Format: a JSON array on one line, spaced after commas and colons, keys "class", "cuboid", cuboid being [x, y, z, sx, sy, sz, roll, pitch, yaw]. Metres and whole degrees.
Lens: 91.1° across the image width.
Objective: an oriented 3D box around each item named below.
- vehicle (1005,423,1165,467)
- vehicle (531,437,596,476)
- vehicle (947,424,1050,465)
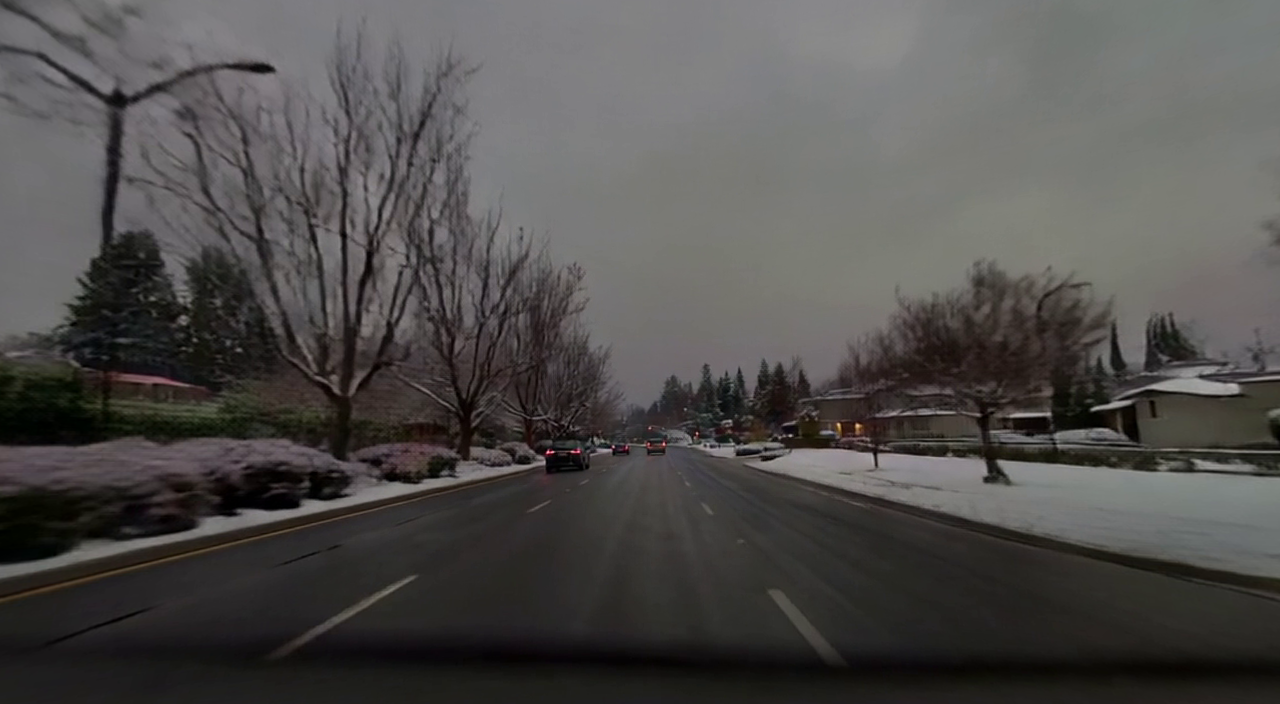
[{"class": "vehicle", "cuboid": [21.655, 4.597, 31.003, 2.426, 1.902, 6.126, 2, -9, -16]}, {"class": "vehicle", "cuboid": [-3.127, 4.402, 26.659, 2.036, 1.478, 4.508, 0, -8, 2]}, {"class": "vehicle", "cuboid": [20.840, 5.397, 36.862, 2.624, 2.088, 5.064, -3, -8, -5]}]
